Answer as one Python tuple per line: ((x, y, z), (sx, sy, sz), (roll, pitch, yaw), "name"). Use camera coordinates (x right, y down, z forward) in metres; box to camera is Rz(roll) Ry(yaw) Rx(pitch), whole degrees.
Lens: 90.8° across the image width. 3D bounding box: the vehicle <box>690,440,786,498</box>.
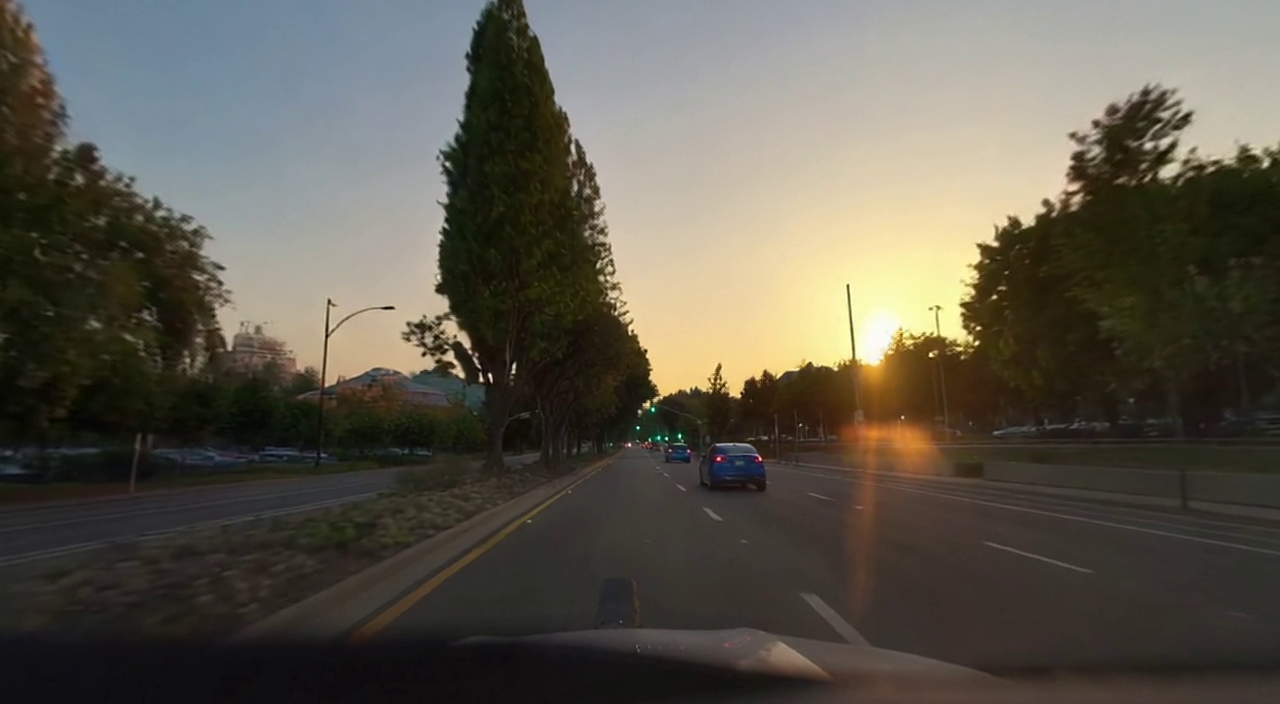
((2.711, 3.348, 18.508), (2.056, 1.483, 4.091), (0, -8, -2), "vehicle")
